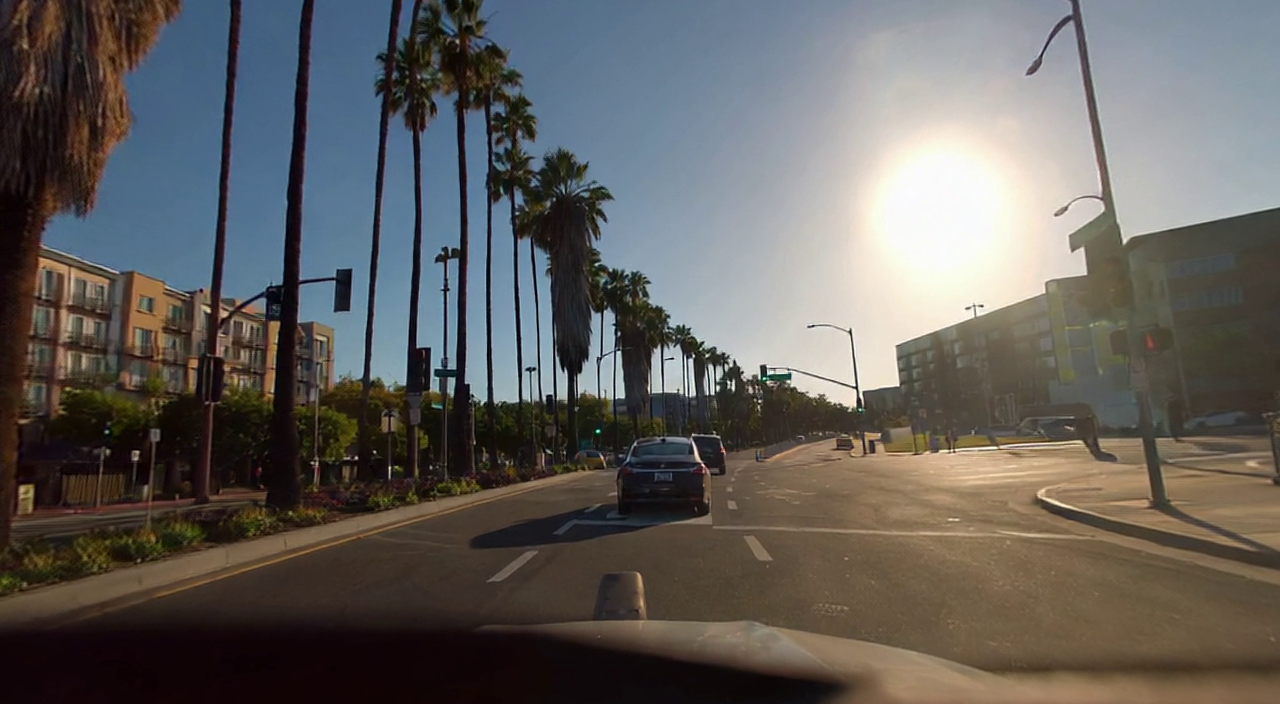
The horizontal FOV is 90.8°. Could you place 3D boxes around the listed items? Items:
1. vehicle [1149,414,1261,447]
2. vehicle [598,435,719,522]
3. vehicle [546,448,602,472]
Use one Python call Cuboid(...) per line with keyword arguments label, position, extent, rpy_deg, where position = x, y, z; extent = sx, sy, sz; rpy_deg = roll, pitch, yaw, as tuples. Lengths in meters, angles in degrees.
Cuboid(label="vehicle", position=(32.949, 4.614, 36.879), extent=(5.049, 1.861, 2.081), rpy_deg=(2, -9, -11))
Cuboid(label="vehicle", position=(0.487, 2.504, 13.064), extent=(2.096, 1.492, 4.071), rpy_deg=(-1, -9, 5))
Cuboid(label="vehicle", position=(-4.151, 6.871, 40.420), extent=(2.012, 1.467, 4.592), rpy_deg=(-3, -9, 15))
